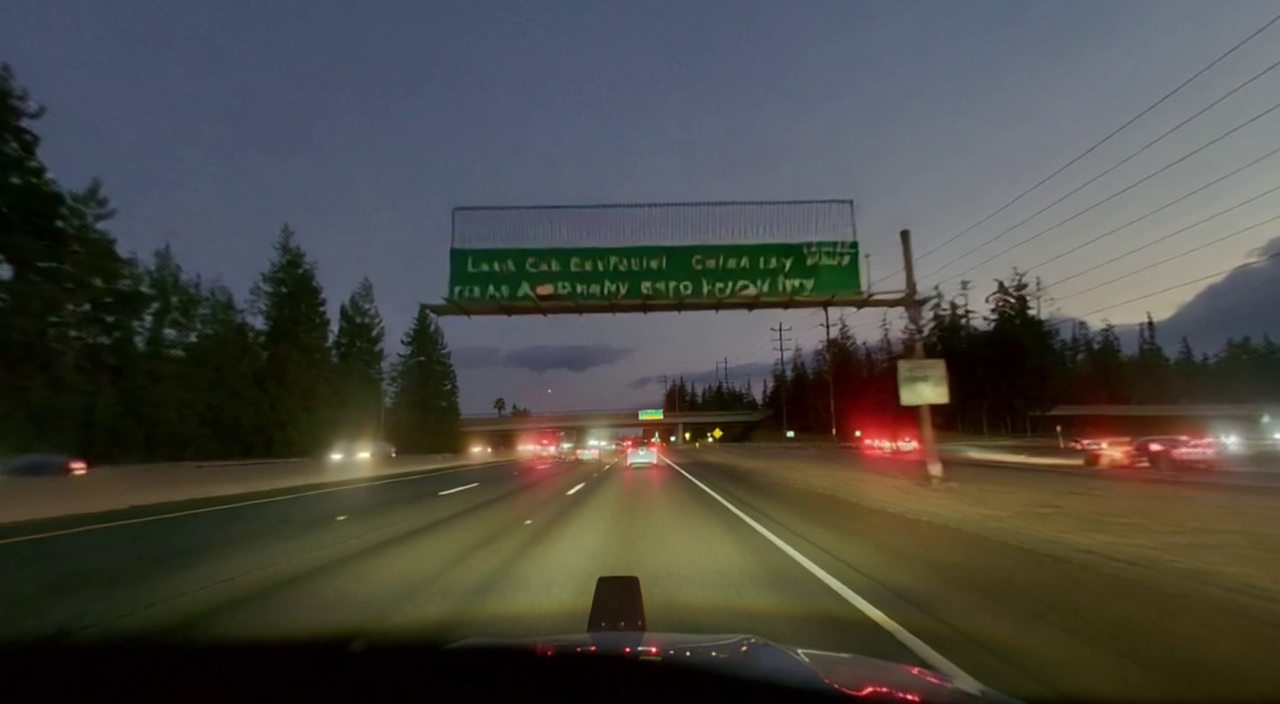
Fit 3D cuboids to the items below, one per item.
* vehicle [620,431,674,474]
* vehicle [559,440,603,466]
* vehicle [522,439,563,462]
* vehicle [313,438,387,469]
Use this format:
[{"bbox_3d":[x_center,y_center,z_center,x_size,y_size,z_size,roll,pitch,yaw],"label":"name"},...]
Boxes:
[{"bbox_3d":[0.286,4.323,27.220,2.152,1.697,4.066,0,-8,0],"label":"vehicle"},{"bbox_3d":[-3.367,5.892,36.992,2.056,1.464,4.564,0,-8,1],"label":"vehicle"},{"bbox_3d":[-7.199,7.334,47.024,2.139,1.653,4.614,0,-8,2],"label":"vehicle"},{"bbox_3d":[-16.924,5.947,37.134,2.000,1.667,4.937,0,-8,1],"label":"vehicle"}]
